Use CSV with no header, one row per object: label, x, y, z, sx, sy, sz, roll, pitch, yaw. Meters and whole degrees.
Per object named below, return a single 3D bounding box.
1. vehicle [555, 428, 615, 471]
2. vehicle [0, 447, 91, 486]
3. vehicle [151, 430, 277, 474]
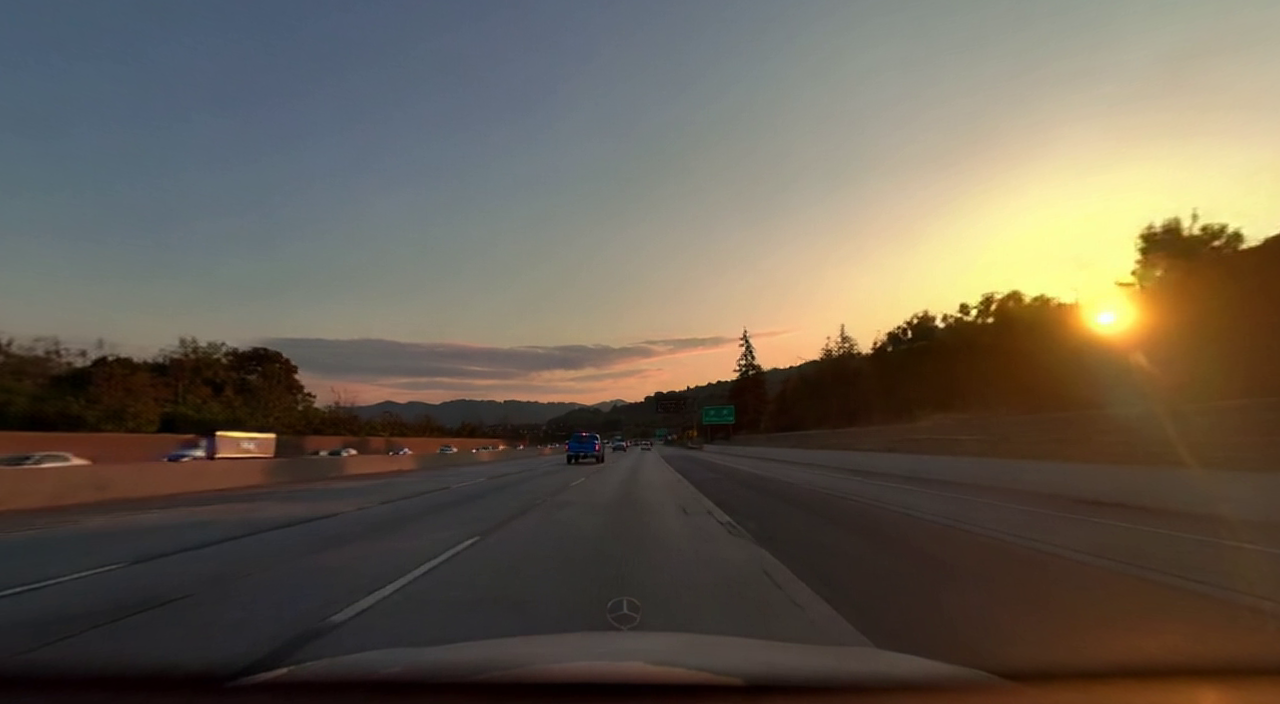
vehicle,-2.920,5.426,35.218,2.604,2.170,6.271,0,-8,1
vehicle,-25.709,4.700,26.045,1.916,1.489,4.504,0,-8,1
vehicle,-32.889,7.799,49.390,2.834,3.063,9.925,0,-8,1
